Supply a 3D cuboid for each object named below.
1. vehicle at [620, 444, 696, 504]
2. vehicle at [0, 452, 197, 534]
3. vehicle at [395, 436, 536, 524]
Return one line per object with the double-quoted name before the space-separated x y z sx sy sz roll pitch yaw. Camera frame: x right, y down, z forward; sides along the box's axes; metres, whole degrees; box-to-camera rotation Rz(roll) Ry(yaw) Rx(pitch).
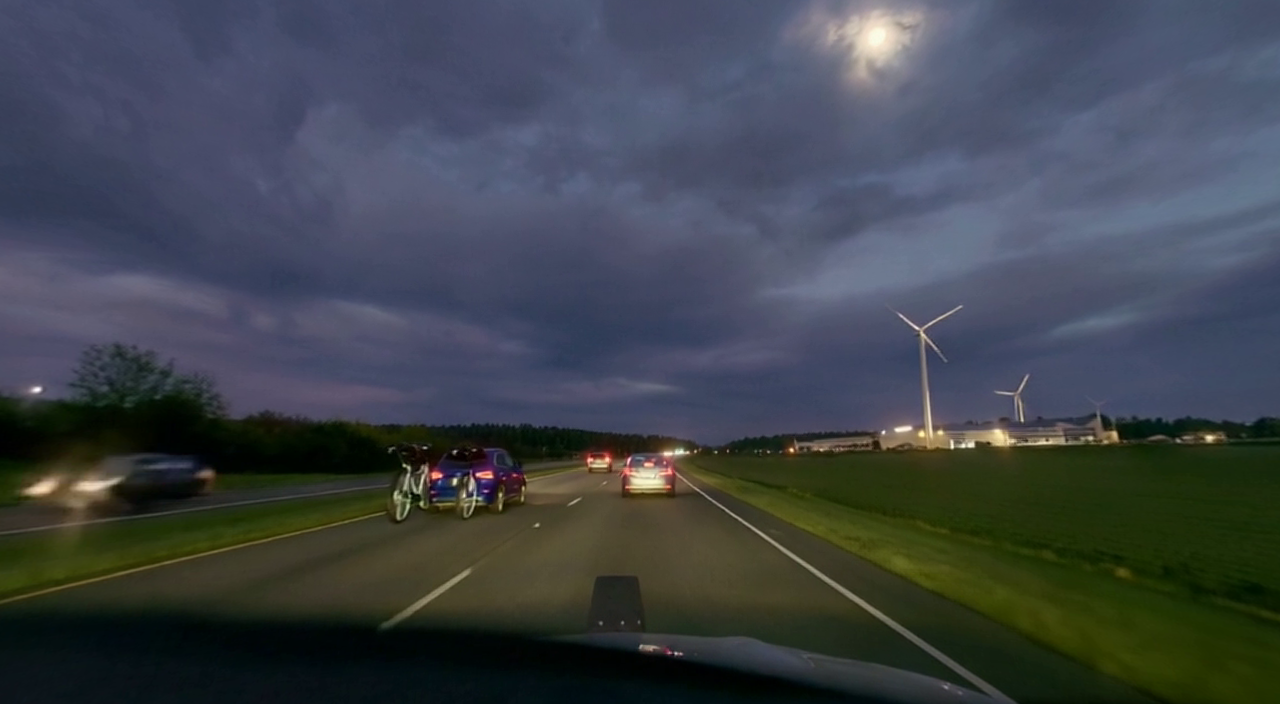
"vehicle" 0.469 3.636 19.162 2.063 1.582 3.955 0 -9 0
"vehicle" -12.582 2.987 13.993 1.986 1.460 4.765 -1 -9 1
"vehicle" -3.731 2.807 14.324 1.962 1.681 4.033 -1 -9 1
